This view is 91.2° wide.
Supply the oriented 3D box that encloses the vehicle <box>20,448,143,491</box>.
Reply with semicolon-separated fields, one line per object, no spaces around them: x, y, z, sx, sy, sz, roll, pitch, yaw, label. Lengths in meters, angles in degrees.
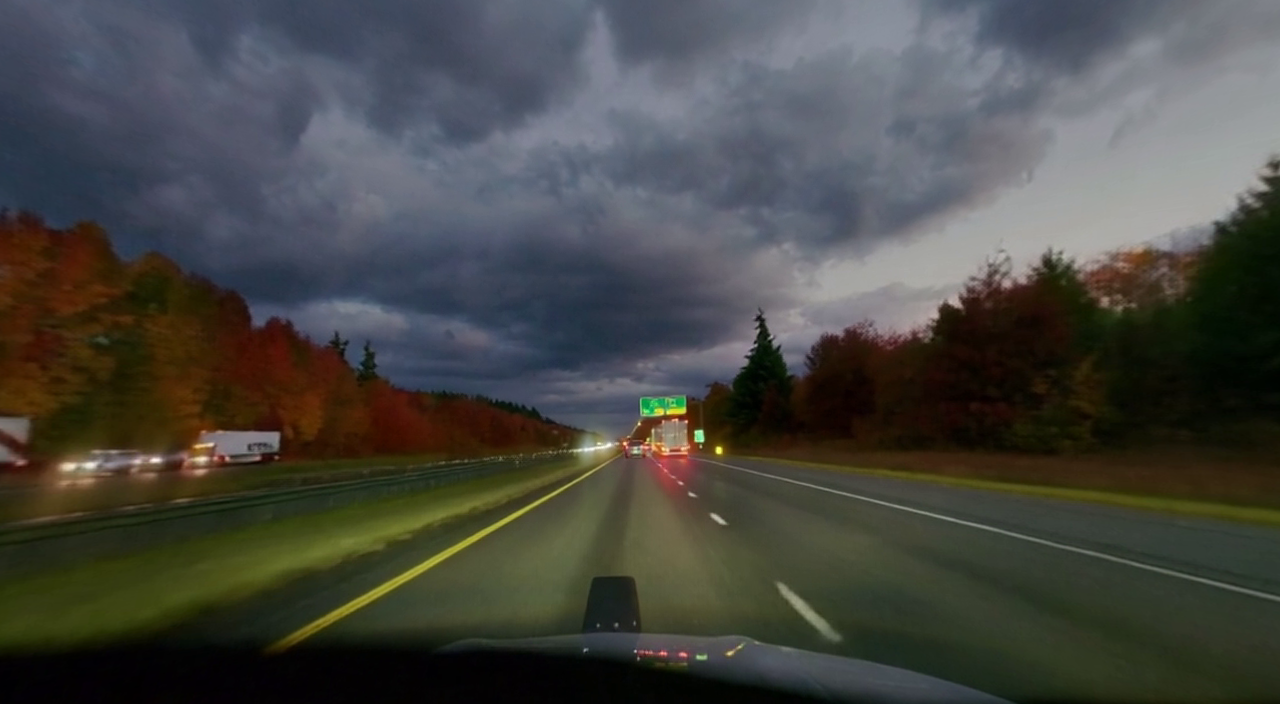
-36.981;7.734;41.881;2.712;2.519;6.927;1;-9;-10;vehicle
